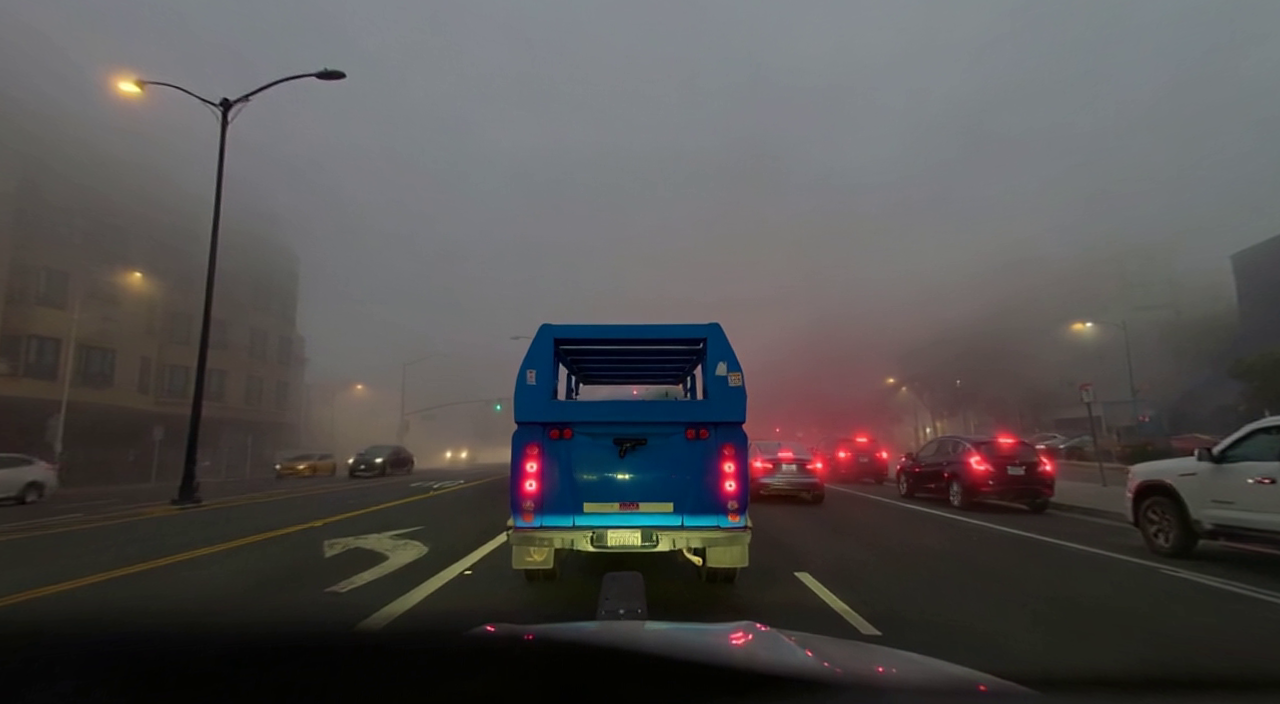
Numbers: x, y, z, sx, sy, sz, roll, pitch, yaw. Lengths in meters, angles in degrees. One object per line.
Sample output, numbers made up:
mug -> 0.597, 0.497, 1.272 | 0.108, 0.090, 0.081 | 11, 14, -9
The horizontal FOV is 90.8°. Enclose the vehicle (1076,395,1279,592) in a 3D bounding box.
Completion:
vehicle -> 6.815, 1.329, 6.044 | 2.023, 1.771, 4.488 | 0, -9, 0

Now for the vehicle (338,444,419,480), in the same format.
vehicle -> -12.457, 5.230, 30.437 | 1.928, 1.591, 4.509 | 0, -9, 0

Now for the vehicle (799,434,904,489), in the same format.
vehicle -> 7.062, 3.700, 21.613 | 1.953, 1.665, 4.327 | 0, -9, -2

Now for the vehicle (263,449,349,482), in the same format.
vehicle -> -16.052, 5.455, 30.622 | 1.805, 1.466, 4.341 | 0, -9, 0

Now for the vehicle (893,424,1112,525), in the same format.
vehicle -> 7.067, 2.413, 12.981 | 1.931, 1.692, 4.267 | 0, -9, 0

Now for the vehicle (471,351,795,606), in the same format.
vehicle -> -0.106, 1.464, 8.198 | 2.682, 2.117, 5.706 | 0, -9, -1
